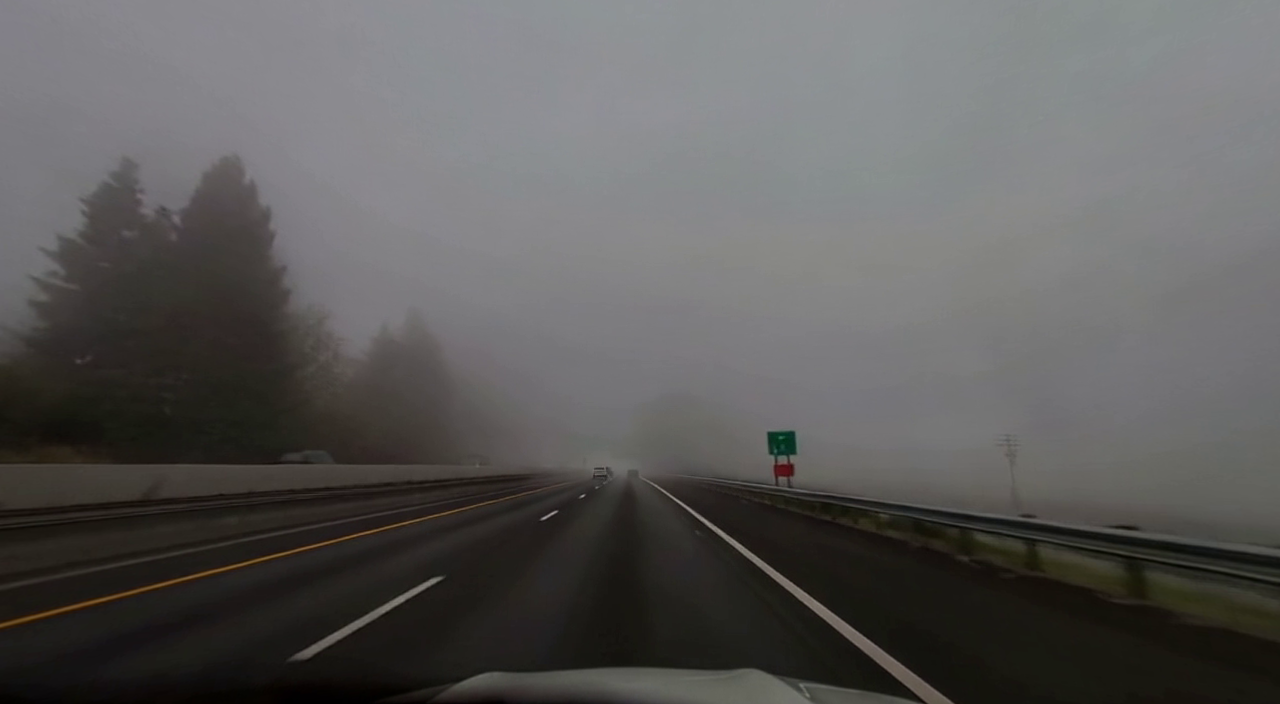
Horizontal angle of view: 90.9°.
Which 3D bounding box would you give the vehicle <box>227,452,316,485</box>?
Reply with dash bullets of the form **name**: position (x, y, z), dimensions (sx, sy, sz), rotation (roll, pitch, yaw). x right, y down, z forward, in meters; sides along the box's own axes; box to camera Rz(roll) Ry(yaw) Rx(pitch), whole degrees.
- **vehicle**: position (-17.342, 5.529, 29.893), dimensions (1.941, 1.438, 3.725), rotation (1, -10, -1)
